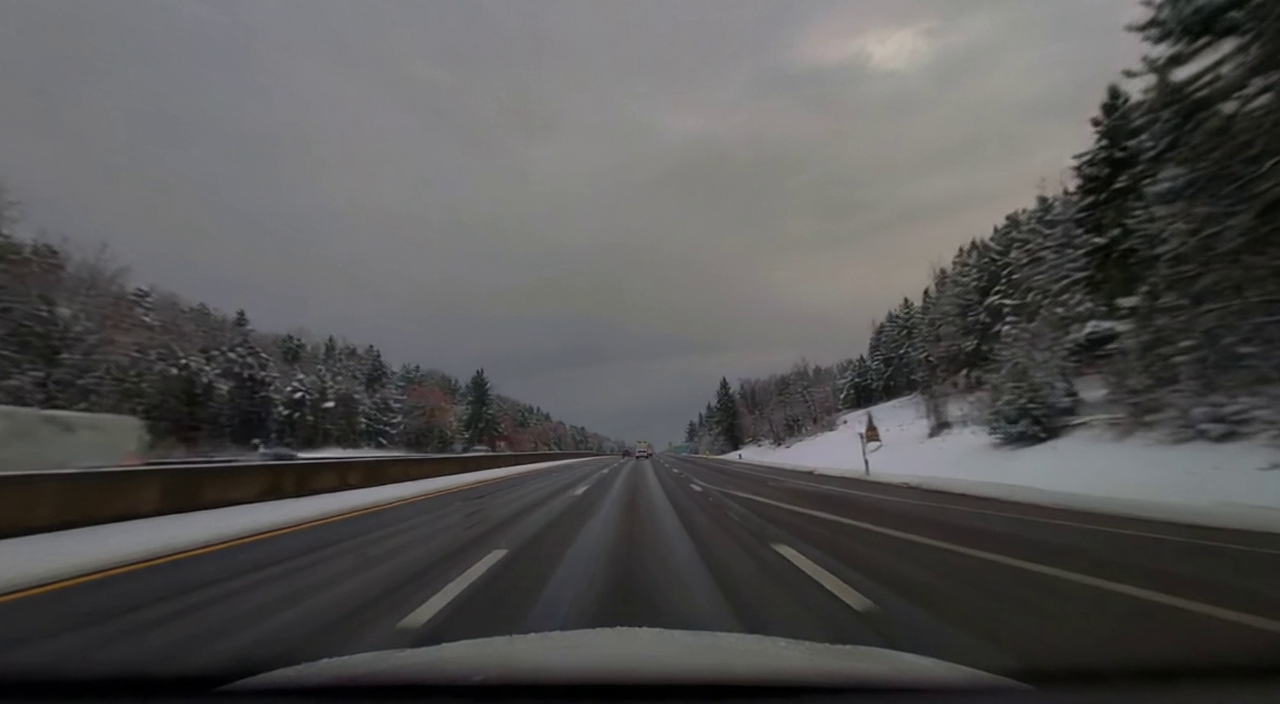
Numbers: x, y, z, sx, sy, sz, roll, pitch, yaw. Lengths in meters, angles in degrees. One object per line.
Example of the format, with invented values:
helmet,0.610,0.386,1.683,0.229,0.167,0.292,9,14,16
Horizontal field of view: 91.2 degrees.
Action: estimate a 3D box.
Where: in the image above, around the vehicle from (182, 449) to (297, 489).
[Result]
vehicle,-16.301,4.766,25.806,1.825,1.469,4.326,-1,-9,0
